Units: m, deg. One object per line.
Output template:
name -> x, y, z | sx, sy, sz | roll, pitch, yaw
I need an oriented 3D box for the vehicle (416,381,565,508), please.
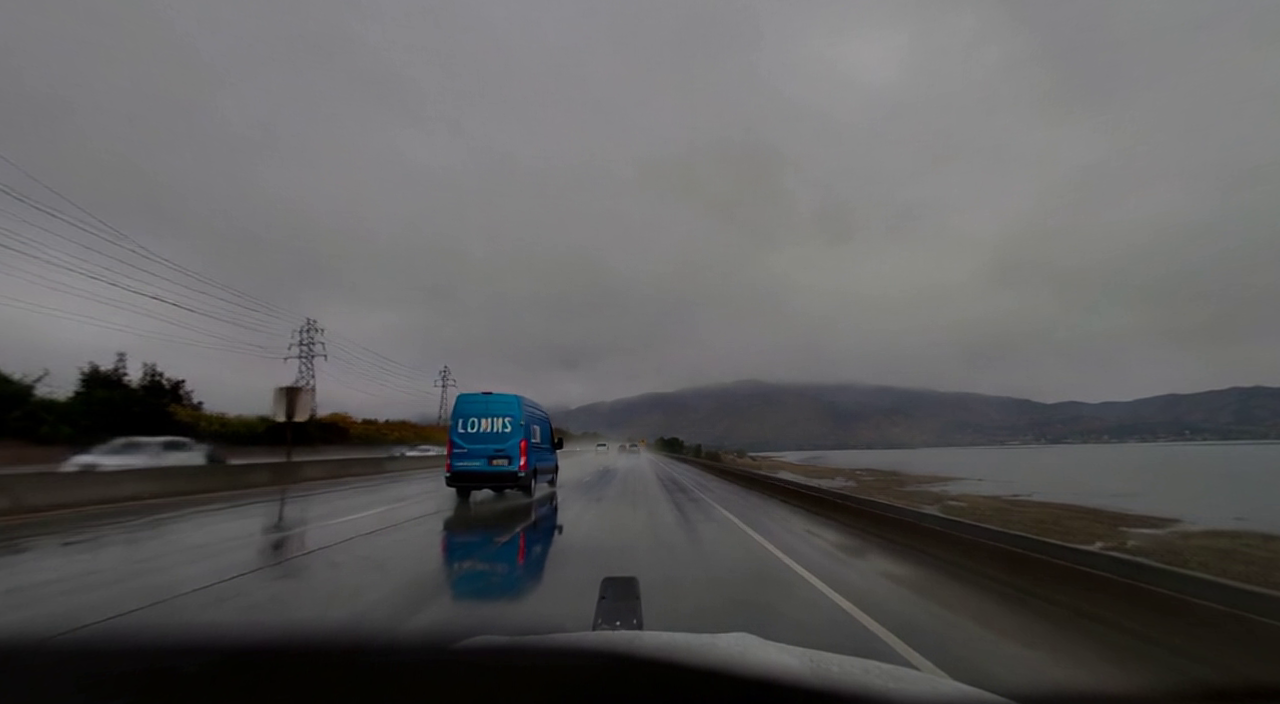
vehicle -> -3.632, 2.480, 17.051 | 2.331, 2.757, 6.581 | 0, -8, 1
